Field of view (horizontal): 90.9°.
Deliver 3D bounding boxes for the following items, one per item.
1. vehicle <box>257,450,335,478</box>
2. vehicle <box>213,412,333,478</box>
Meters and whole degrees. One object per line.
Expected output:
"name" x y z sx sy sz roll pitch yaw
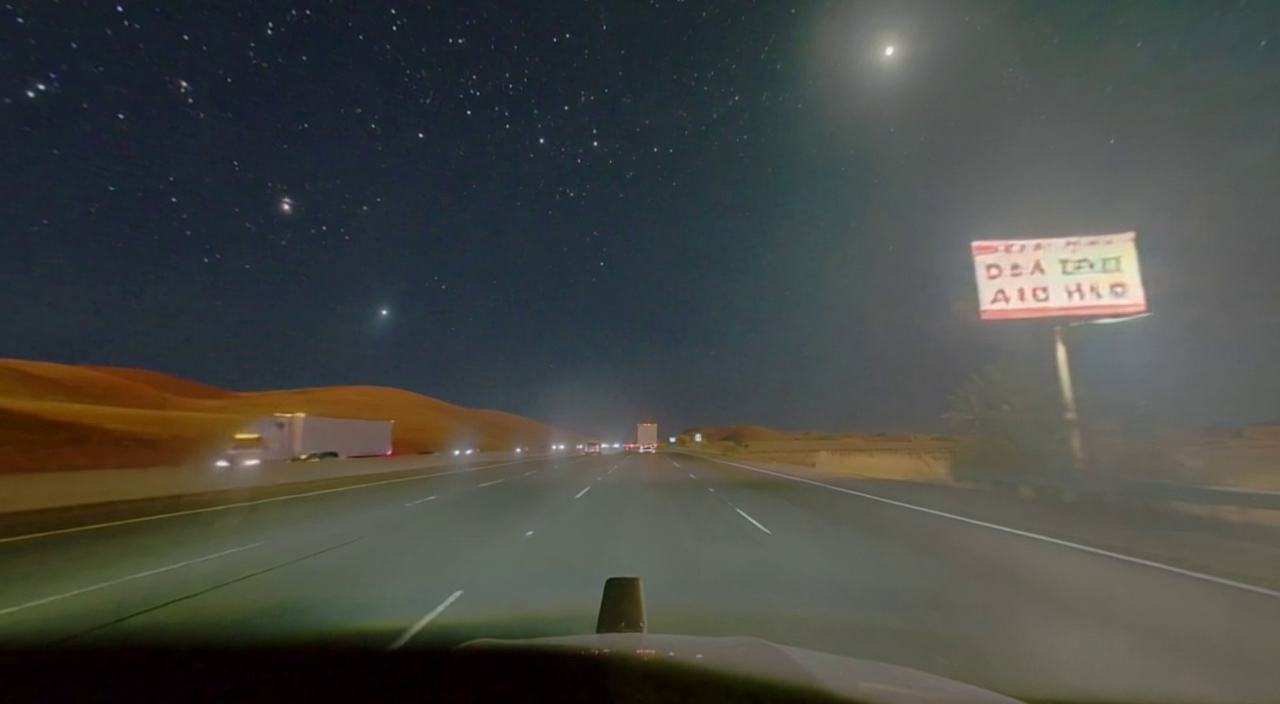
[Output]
"vehicle" -20.570 6.688 37.968 2.045 1.486 4.765 0 -8 0
"vehicle" -24.584 6.307 42.965 3.001 4.041 8.386 0 -8 0
